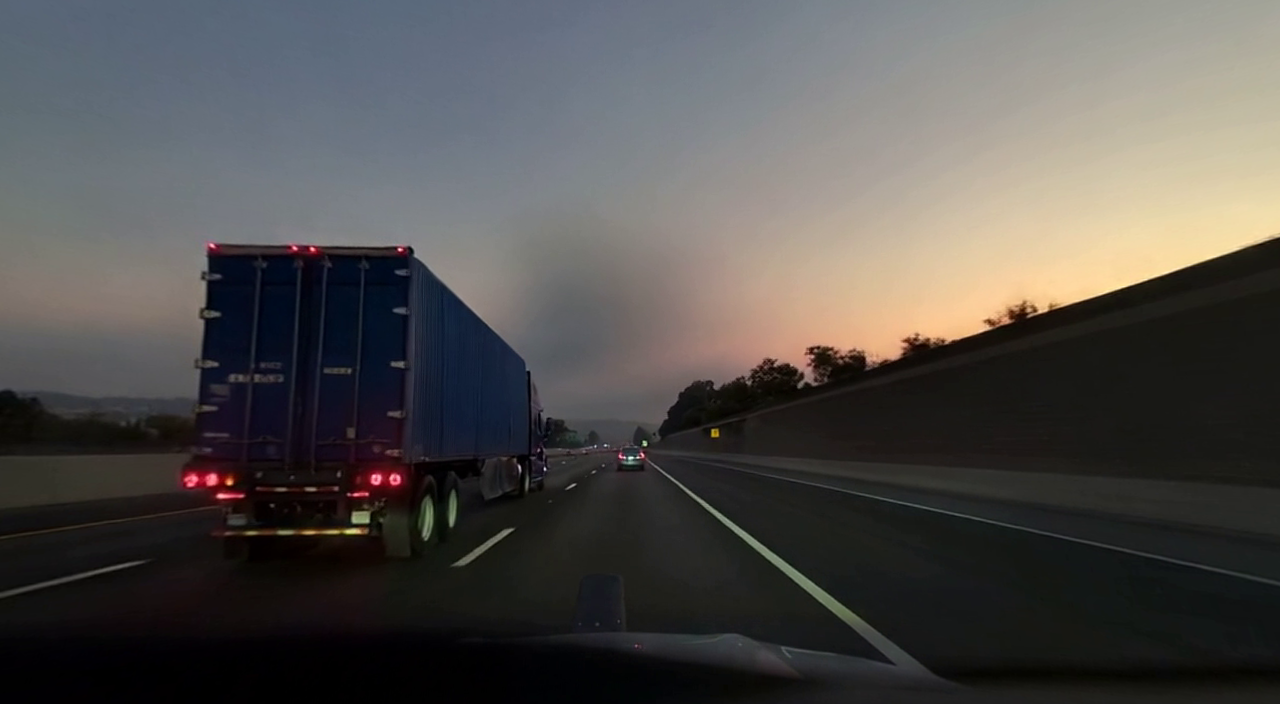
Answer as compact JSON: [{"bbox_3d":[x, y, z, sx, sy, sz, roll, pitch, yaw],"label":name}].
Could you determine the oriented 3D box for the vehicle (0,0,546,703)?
[{"bbox_3d":[-3.966,0.947,10.219,2.914,4.039,14.493,0,-9,-1],"label":"vehicle"}]

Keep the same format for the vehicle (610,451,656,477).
[{"bbox_3d":[-0.370,6.318,35.698,2.398,1.336,5.698,0,-9,0],"label":"vehicle"}]
